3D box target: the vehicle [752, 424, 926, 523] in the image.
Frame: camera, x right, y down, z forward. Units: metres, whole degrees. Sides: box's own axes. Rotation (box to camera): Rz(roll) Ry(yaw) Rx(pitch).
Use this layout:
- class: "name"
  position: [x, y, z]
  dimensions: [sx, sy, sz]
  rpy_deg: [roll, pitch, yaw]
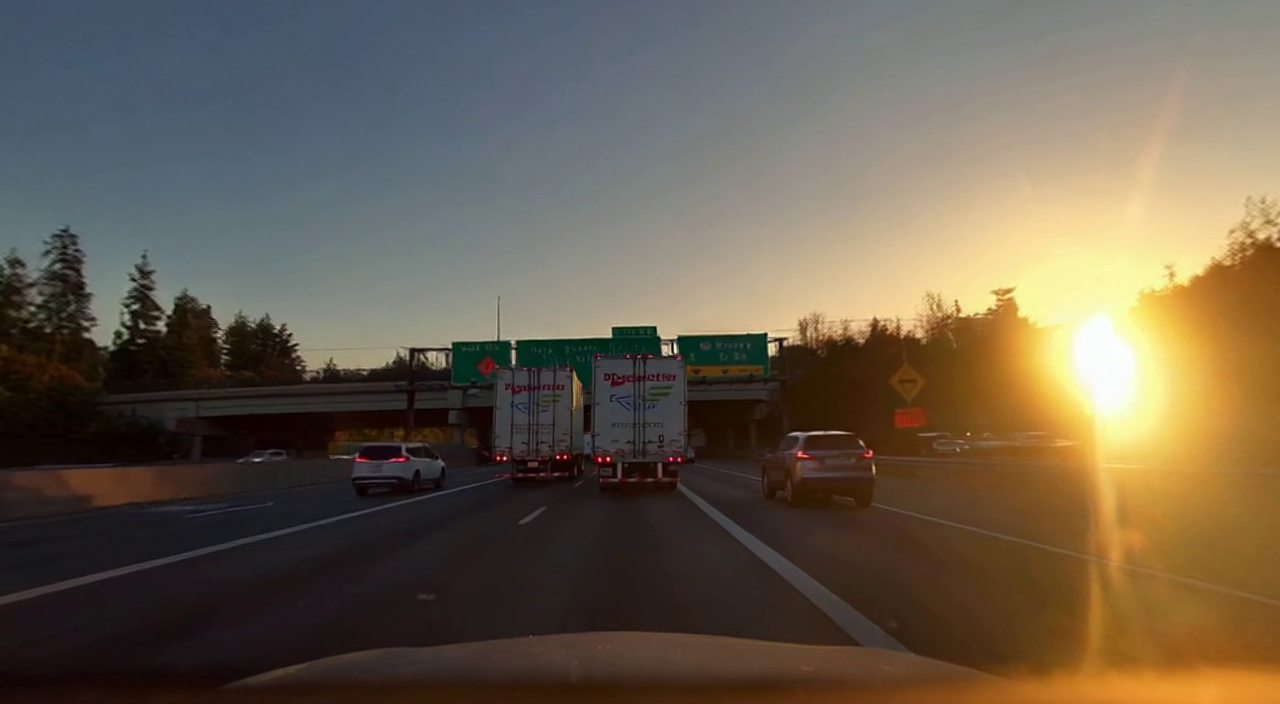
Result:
- class: "vehicle"
  position: [4.004, 2.532, 13.753]
  dimensions: [2.136, 1.753, 4.644]
  rpy_deg: [0, -9, -2]

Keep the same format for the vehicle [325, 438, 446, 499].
- class: "vehicle"
  position: [-7.863, 3.623, 20.045]
  dimensions: [2.017, 1.694, 4.420]
  rpy_deg: [0, -9, -1]

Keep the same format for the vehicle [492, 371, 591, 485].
- class: "vehicle"
  position: [-3.979, 3.562, 28.493]
  dimensions: [2.888, 4.154, 10.960]
  rpy_deg: [0, -9, -1]

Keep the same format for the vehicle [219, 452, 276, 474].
- class: "vehicle"
  position: [-28.236, 7.986, 45.540]
  dimensions: [1.719, 1.444, 3.739]
  rpy_deg: [0, -9, -1]

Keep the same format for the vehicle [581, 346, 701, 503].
- class: "vehicle"
  position: [-0.035, 2.473, 20.392]
  dimensions: [2.910, 3.828, 9.805]
  rpy_deg: [0, -9, -1]
